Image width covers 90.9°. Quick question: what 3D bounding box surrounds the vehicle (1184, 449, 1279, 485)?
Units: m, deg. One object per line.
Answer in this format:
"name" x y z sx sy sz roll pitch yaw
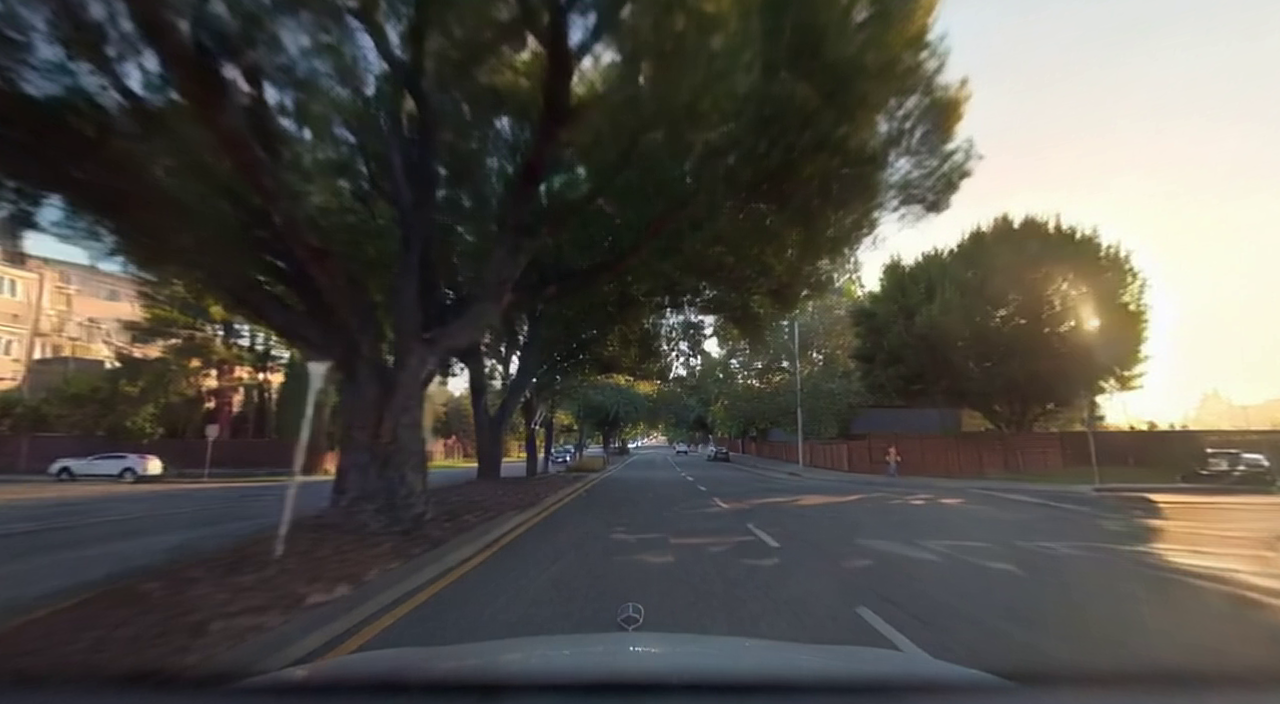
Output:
"vehicle" 28.042 5.285 29.237 1.900 1.503 4.553 -1 -8 6
